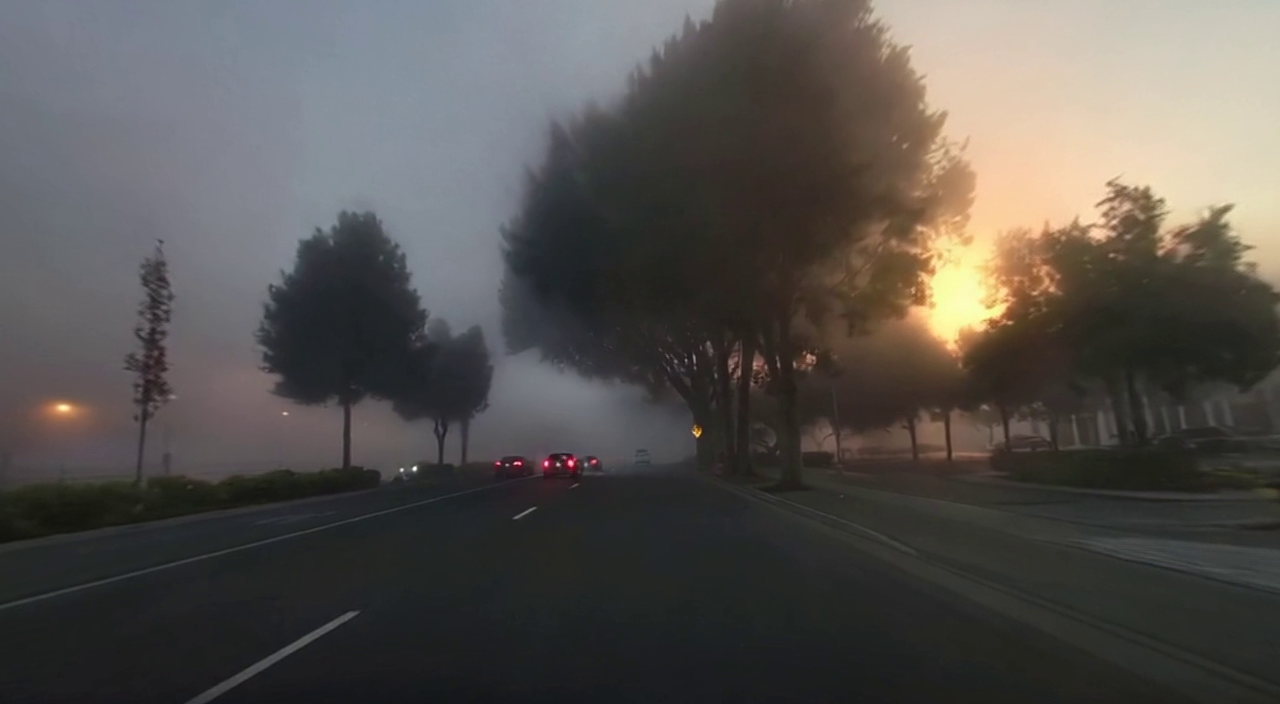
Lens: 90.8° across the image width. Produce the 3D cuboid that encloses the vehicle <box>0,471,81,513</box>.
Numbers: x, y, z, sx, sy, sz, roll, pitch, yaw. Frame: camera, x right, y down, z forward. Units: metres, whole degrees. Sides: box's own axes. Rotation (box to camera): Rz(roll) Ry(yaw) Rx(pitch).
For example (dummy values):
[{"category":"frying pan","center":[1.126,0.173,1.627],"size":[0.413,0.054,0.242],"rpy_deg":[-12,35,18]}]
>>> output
[{"category":"vehicle","center":[-27.181,6.109,27.383],"size":[1.758,1.566,4.531],"rpy_deg":[-4,-9,1]}]

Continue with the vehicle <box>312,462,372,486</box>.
[{"category":"vehicle","center":[-20.320,8.313,43.323],"size":[1.927,1.455,4.661],"rpy_deg":[0,-9,-1]}]

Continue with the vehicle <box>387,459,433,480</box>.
[{"category":"vehicle","center":[-17.048,8.717,47.038],"size":[1.881,1.420,4.198],"rpy_deg":[0,-9,-1]}]

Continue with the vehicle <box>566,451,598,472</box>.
[{"category":"vehicle","center":[-4.194,7.983,46.330],"size":[1.971,1.414,4.317],"rpy_deg":[0,-9,0]}]

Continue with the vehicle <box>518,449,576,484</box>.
[{"category":"vehicle","center":[-4.223,5.279,29.461],"size":[2.011,1.483,4.596],"rpy_deg":[0,-9,0]}]

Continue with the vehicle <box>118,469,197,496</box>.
[{"category":"vehicle","center":[-36.333,9.805,47.753],"size":[1.951,1.648,5.053],"rpy_deg":[-4,-9,0]}]

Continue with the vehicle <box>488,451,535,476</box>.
[{"category":"vehicle","center":[-8.385,7.321,41.698],"size":[1.976,1.497,4.709],"rpy_deg":[0,-9,1]}]
